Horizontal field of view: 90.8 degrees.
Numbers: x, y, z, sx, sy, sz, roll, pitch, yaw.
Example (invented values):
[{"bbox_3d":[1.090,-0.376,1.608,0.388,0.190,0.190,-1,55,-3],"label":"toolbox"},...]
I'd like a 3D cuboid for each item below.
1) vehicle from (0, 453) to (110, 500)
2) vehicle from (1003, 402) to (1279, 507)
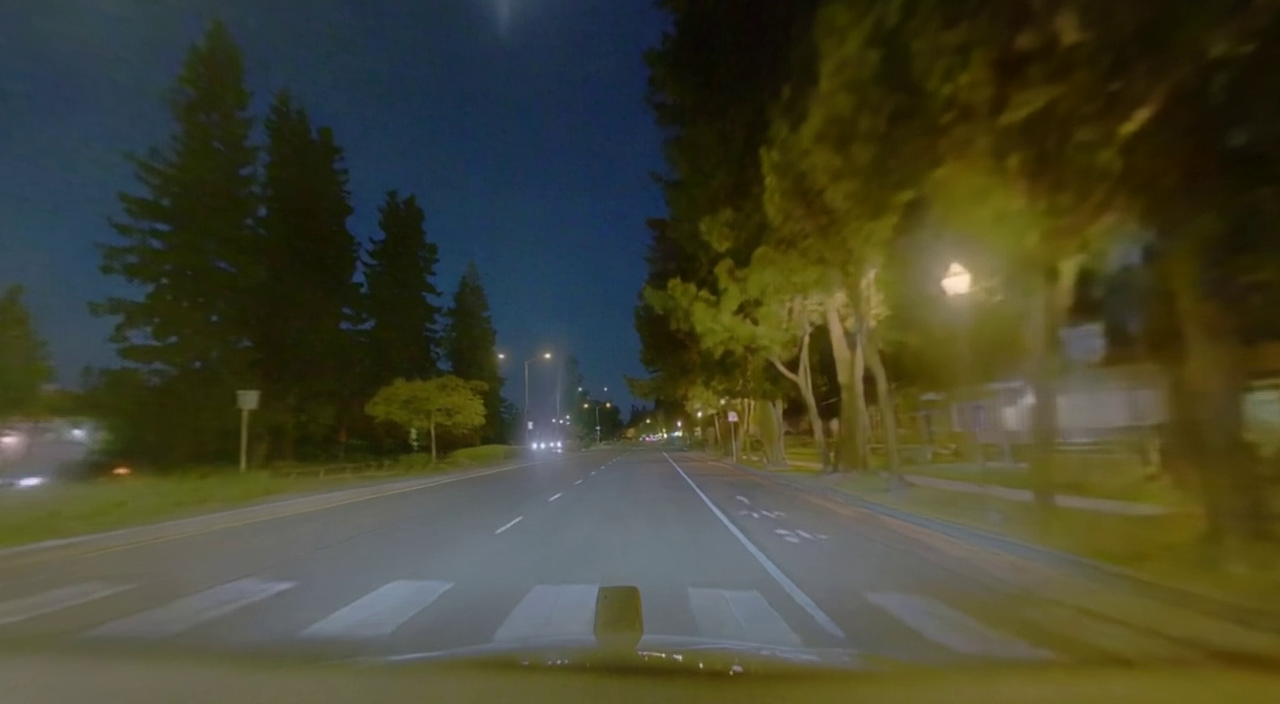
[{"bbox_3d":[-22.275,4.453,22.836,1.989,1.477,4.760,0,-8,1],"label":"vehicle"},{"bbox_3d":[10.140,1.946,12.482,2.199,1.661,4.495,3,-8,-31],"label":"vehicle"}]
